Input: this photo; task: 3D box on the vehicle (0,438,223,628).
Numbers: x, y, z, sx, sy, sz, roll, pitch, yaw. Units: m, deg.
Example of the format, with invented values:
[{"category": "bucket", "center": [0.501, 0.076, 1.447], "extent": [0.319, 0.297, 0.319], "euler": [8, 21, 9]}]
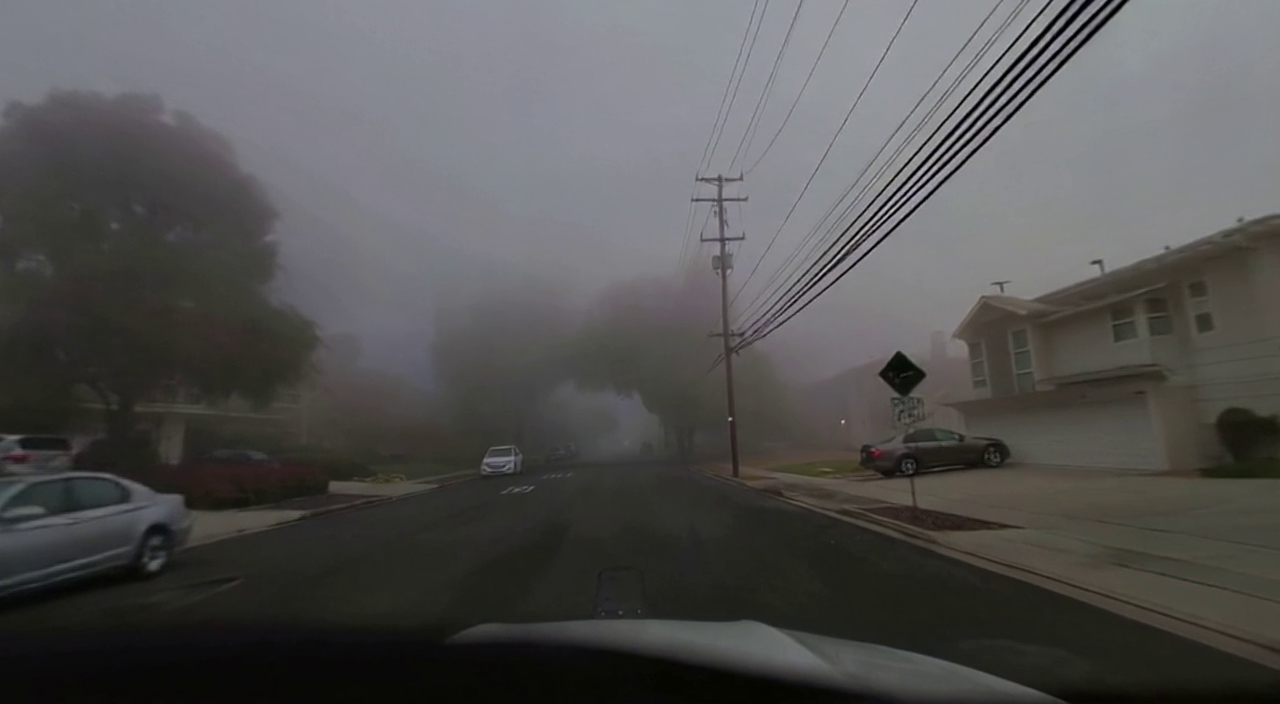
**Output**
[{"category": "vehicle", "center": [-6.342, 1.657, 5.789], "extent": [2.022, 1.550, 4.669], "euler": [-4, -8, -2]}]

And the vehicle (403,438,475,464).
[{"category": "vehicle", "center": [-14.827, 7.328, 46.845], "extent": [4.543, 1.824, 2.379], "euler": [0, -9, -3]}]

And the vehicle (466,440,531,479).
[{"category": "vehicle", "center": [-7.064, 5.441, 32.179], "extent": [2.162, 1.757, 5.201], "euler": [-2, -9, -1]}]

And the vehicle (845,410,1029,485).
[{"category": "vehicle", "center": [9.599, 3.096, 20.679], "extent": [4.822, 1.864, 2.100], "euler": [-4, -8, -6]}]

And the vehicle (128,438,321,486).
[{"category": "vehicle", "center": [-14.822, 3.936, 22.807], "extent": [5.395, 1.615, 2.132], "euler": [0, -9, -2]}]
